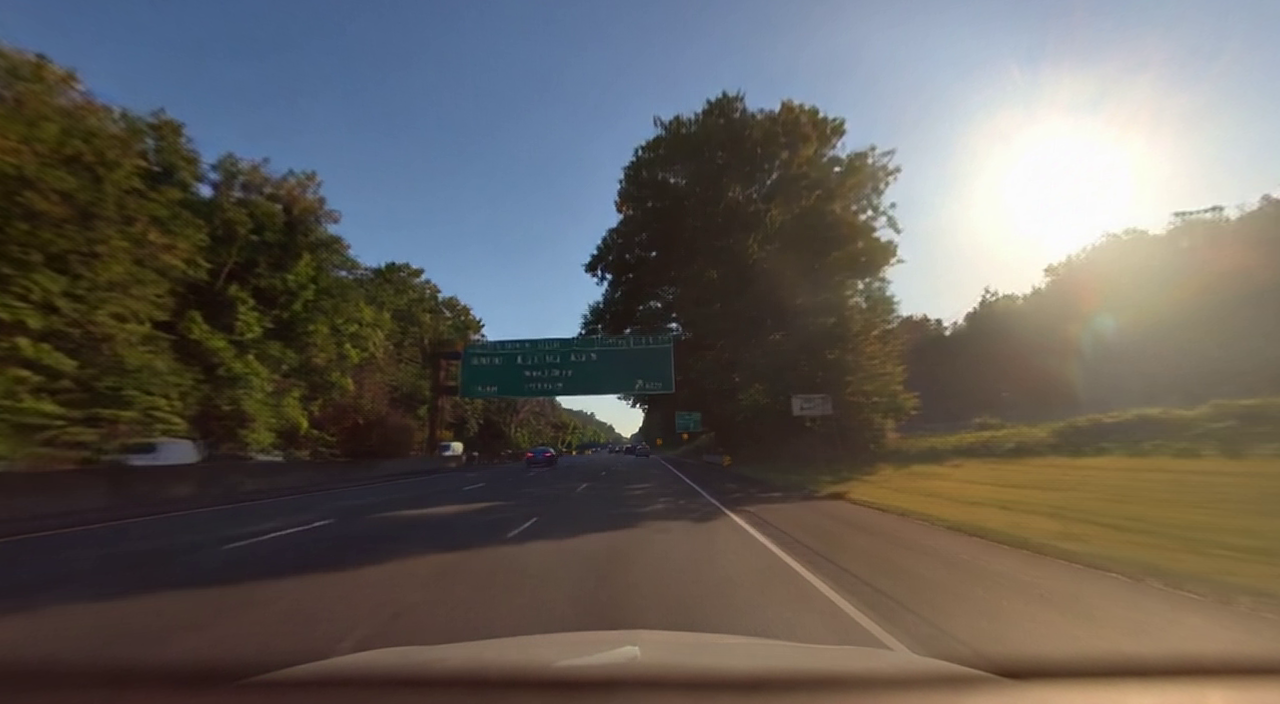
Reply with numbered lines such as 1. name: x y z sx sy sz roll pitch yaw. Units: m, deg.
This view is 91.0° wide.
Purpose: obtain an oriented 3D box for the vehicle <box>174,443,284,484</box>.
1. vehicle: -17.961 4.875 27.801 1.915 1.629 4.208 0 -9 2

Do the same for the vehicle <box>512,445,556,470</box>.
1. vehicle: -7.079 7.110 42.571 2.094 1.579 4.655 0 -9 1

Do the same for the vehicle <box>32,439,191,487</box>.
1. vehicle: -25.130 5.272 30.380 2.409 2.043 5.924 0 -9 1
